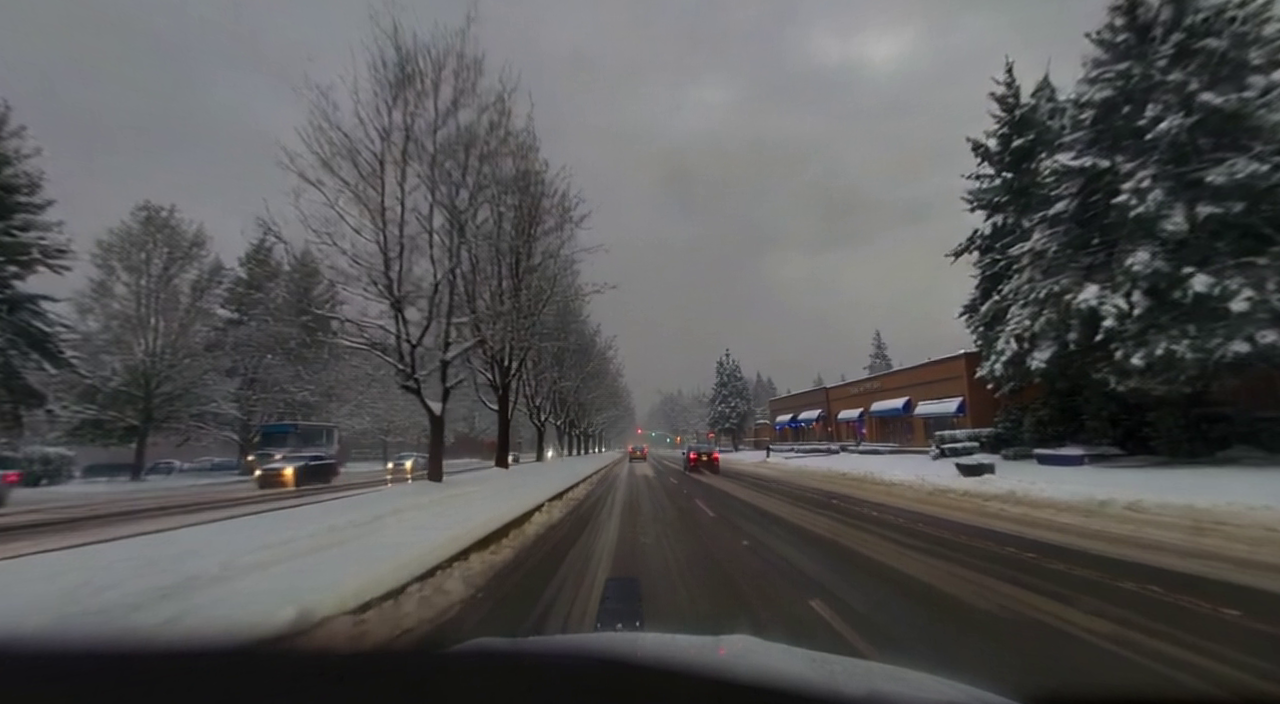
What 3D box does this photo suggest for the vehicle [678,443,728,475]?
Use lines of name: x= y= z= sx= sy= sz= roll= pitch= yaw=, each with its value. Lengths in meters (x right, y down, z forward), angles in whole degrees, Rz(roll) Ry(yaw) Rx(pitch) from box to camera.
vehicle: x=3.147 y=5.467 z=32.467 sx=1.983 sy=1.482 sz=4.463 roll=0 pitch=-9 yaw=-2

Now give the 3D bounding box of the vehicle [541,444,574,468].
vehicle: x=-6.000 y=7.575 z=46.303 sx=2.100 sy=1.639 sz=4.268 roll=0 pitch=-9 yaw=-3

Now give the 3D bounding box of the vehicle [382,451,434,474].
vehicle: x=-16.358 y=7.791 z=44.784 sx=1.989 sy=1.466 sz=4.349 roll=0 pitch=-9 yaw=0

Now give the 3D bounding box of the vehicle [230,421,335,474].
vehicle: x=-27.735 y=7.517 z=49.680 sx=2.804 sy=3.714 sz=8.815 roll=-1 pitch=-9 yaw=2

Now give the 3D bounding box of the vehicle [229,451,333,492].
vehicle: x=-14.945 y=4.965 z=26.629 sx=1.878 sy=1.515 sz=4.258 roll=0 pitch=-9 yaw=0
